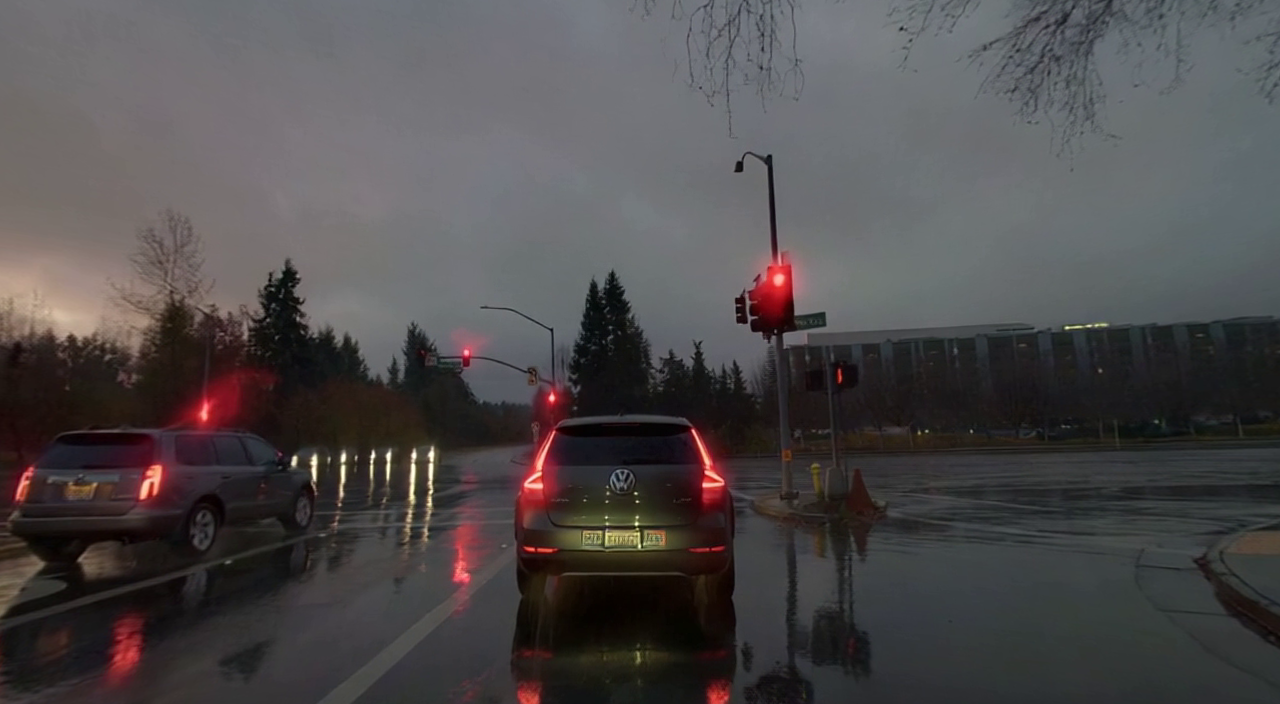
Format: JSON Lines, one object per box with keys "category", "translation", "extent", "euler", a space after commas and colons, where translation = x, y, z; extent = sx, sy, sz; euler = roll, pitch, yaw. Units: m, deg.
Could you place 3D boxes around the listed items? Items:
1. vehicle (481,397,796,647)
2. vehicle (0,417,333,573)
{"category": "vehicle", "translation": [-0.157, 1.458, 6.445], "extent": [2.154, 1.670, 4.140], "euler": [1, -9, -5]}
{"category": "vehicle", "translation": [-6.405, 1.900, 9.133], "extent": [2.020, 1.695, 4.187], "euler": [1, -9, -5]}
